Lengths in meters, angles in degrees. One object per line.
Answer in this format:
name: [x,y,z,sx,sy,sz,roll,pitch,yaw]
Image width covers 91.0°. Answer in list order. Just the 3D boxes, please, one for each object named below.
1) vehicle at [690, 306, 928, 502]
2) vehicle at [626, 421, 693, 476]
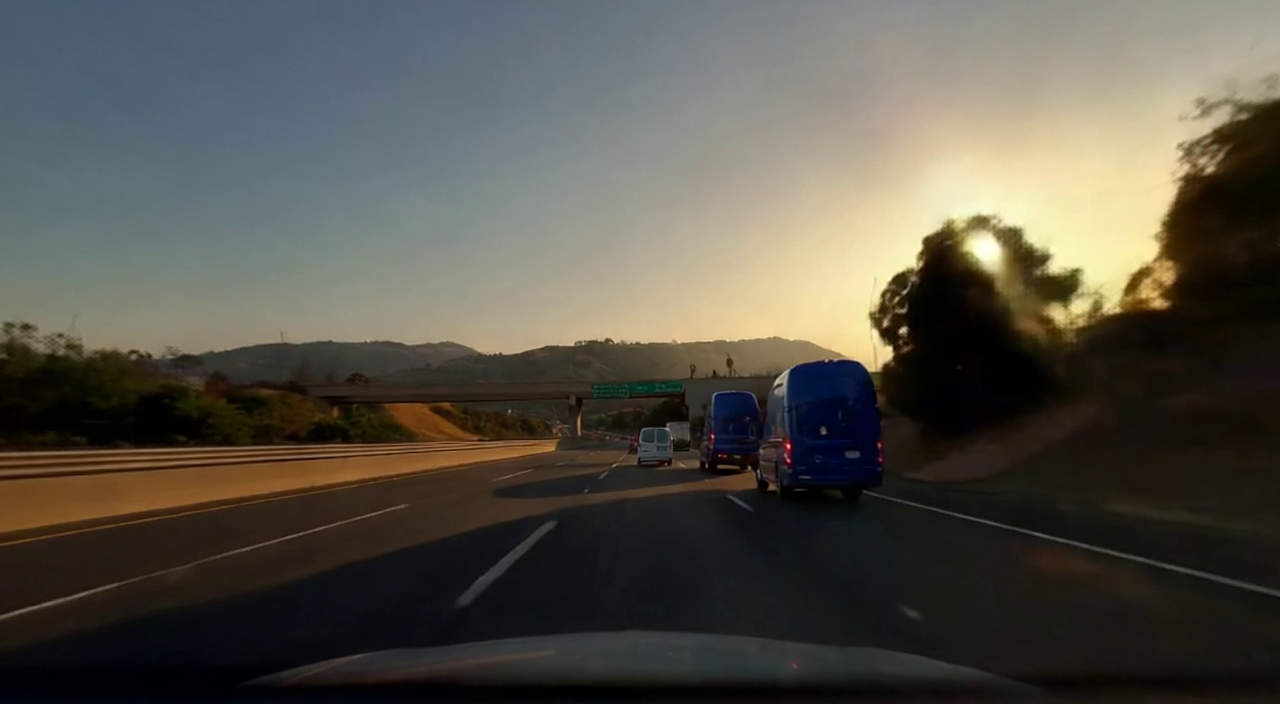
vehicle: [4.254,2.263,21.929,3.892,4.216,16.830,0,-8,1]
vehicle: [0.757,3.912,25.645,2.469,2.027,4.554,0,-8,1]
